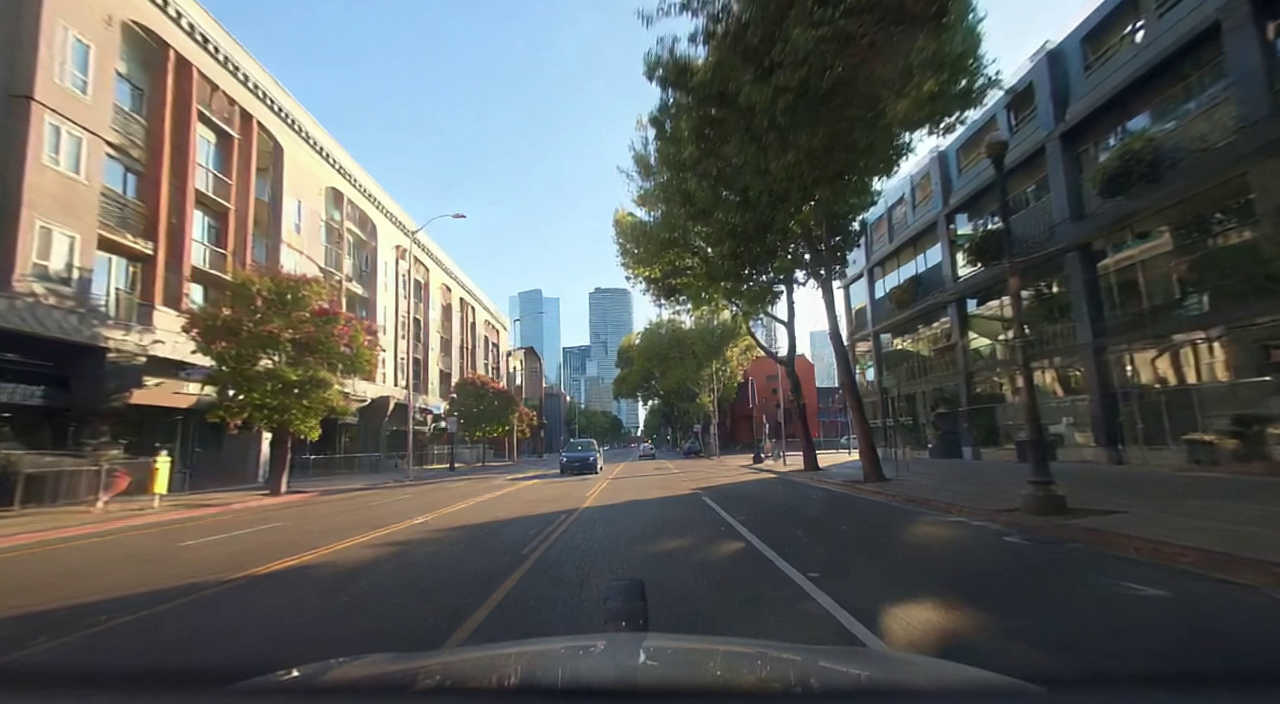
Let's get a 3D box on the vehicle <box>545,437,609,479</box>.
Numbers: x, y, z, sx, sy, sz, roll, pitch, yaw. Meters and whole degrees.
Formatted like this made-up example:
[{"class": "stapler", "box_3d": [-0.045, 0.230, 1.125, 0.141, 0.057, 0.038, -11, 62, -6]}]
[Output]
[{"class": "vehicle", "box_3d": [-2.756, 4.797, 28.652, 2.332, 1.732, 4.463, 0, -8, 1]}]
